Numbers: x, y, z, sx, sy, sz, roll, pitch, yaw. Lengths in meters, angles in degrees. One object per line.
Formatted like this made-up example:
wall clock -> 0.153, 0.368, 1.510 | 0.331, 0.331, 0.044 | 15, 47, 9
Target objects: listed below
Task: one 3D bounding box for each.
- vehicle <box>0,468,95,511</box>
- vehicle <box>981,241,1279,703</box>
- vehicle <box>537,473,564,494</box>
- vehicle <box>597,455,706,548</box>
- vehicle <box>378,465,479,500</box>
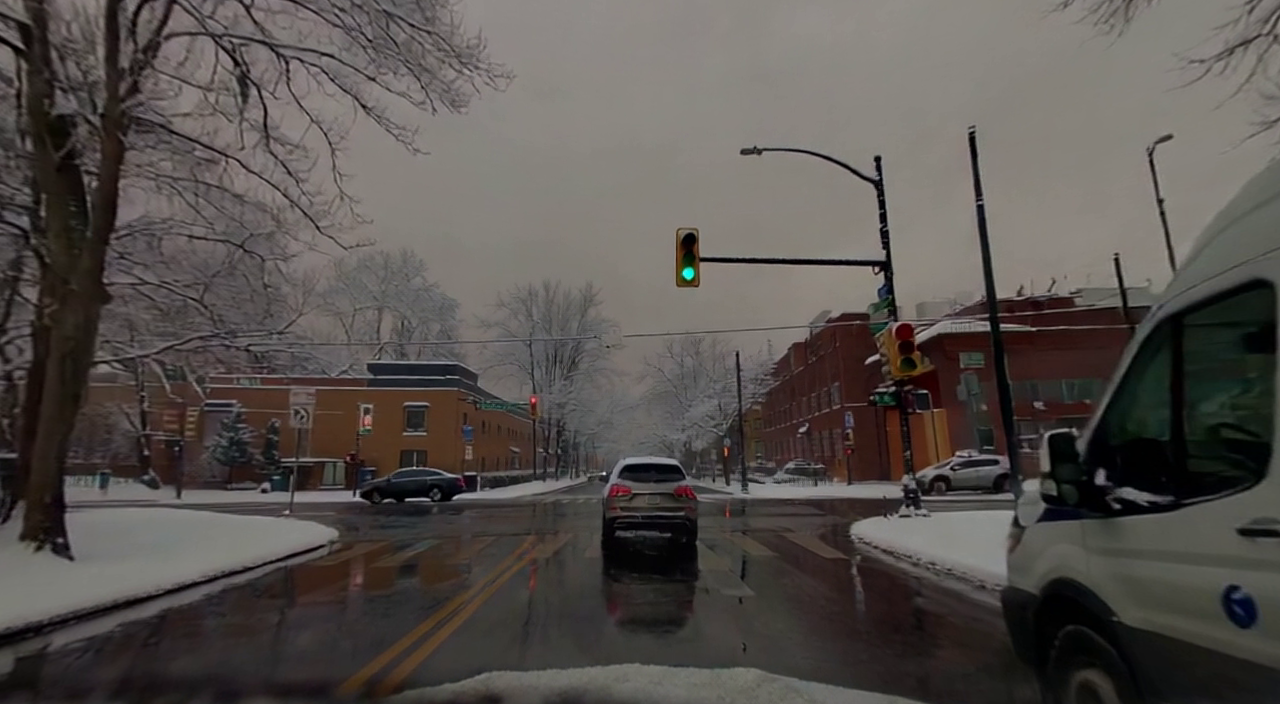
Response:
vehicle -> -25.359, 5.562, 25.654 | 4.407, 1.654, 2.016 | 0, -11, 2
vehicle -> 2.811, 0.476, 0.559 | 2.054, 1.965, 5.248 | 1, -11, 0
vehicle -> -6.913, 10.131, 48.772 | 1.757, 1.473, 3.712 | 1, -11, -4
vehicle -> 0.140, 3.055, 13.306 | 1.961, 1.629, 3.610 | 1, -10, -2
vehicle -> -11.253, 6.936, 33.707 | 4.675, 1.692, 1.993 | 8, -13, -35
